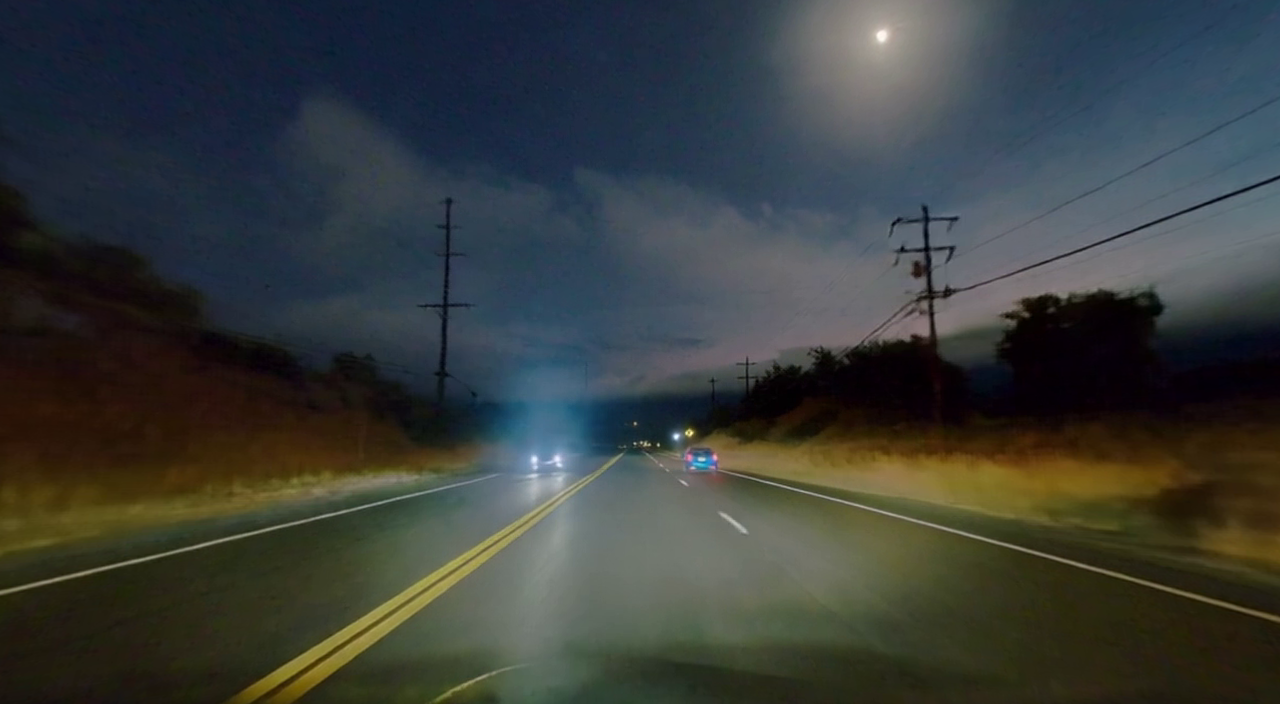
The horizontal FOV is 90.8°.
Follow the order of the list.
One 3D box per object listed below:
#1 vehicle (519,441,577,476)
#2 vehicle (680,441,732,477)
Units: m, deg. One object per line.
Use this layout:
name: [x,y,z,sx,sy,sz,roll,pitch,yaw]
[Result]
vehicle: [-4.224,4.971,29.630,2.022,1.506,4.438,0,-9,0]
vehicle: [3.273,5.393,32.091,2.135,1.692,4.185,0,-9,-1]
